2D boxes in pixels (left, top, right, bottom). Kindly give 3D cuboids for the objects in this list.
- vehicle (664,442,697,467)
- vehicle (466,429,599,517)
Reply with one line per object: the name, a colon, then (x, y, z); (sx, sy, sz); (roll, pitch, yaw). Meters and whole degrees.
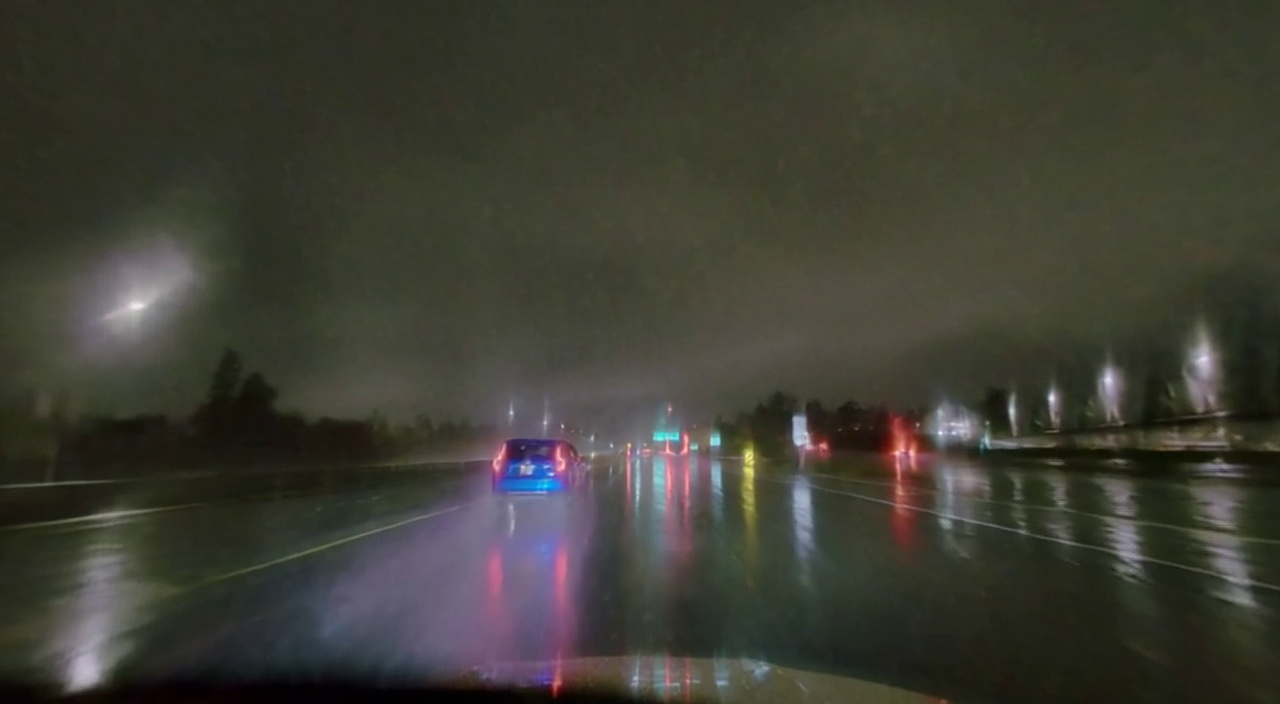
vehicle: (2.825, 7.229, 44.659); (2.073, 1.621, 3.993); (-1, -8, 1)
vehicle: (-2.267, 2.721, 14.711); (2.143, 1.693, 4.513); (-1, -8, 2)
